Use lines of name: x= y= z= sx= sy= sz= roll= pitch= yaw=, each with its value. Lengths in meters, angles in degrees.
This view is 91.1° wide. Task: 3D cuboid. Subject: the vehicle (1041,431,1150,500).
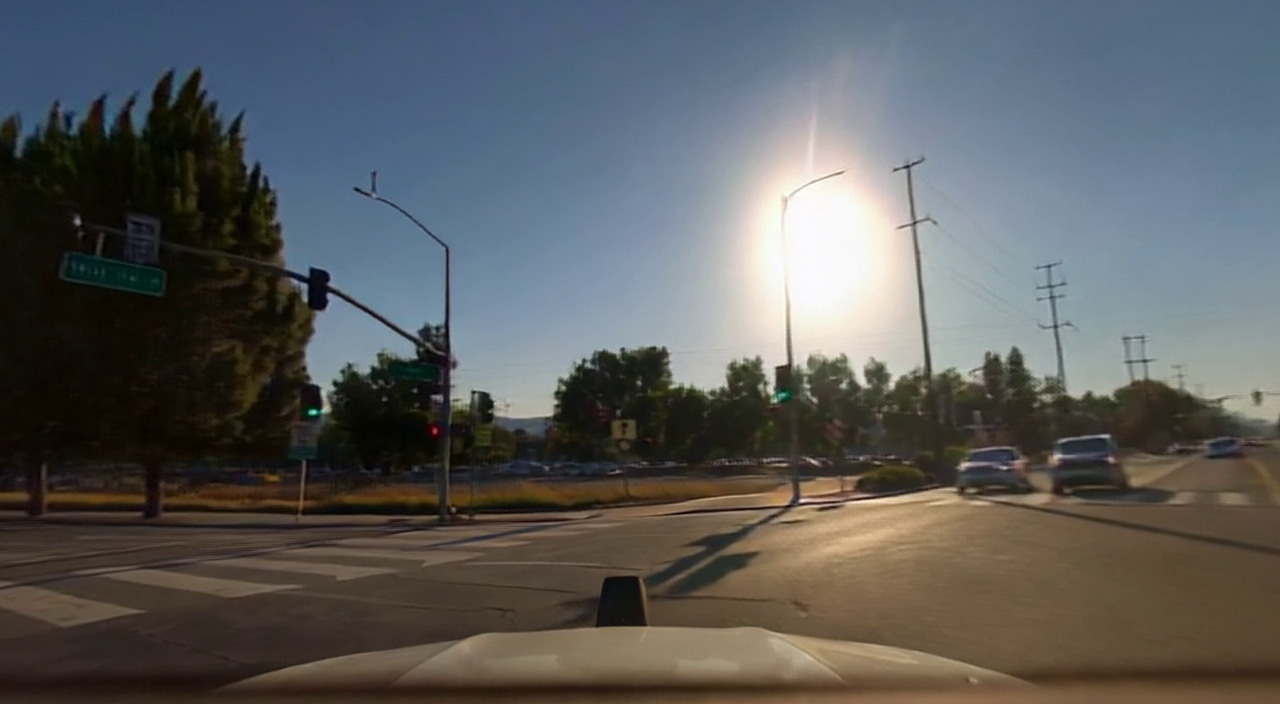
vehicle: x=13.179 y=3.225 z=18.052 sx=2.090 sy=1.697 sz=4.341 roll=-8 pitch=-12 yaw=39

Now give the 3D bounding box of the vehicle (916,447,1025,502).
vehicle: x=10.430 y=3.765 z=19.669 sx=2.029 sy=1.504 sz=4.293 roll=-8 pitch=-12 yaw=39
